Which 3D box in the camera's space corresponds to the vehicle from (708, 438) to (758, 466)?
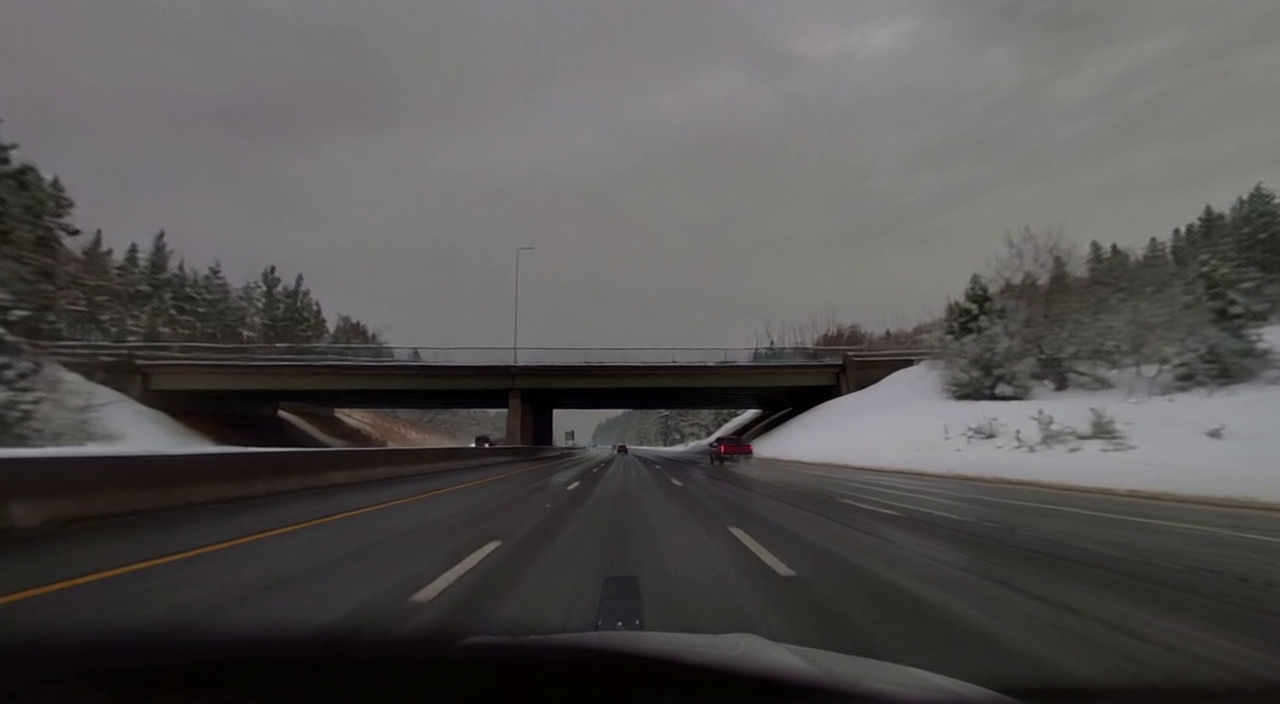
[{"bbox_3d":[6.507,7.072,44.830,2.395,1.819,6.086,0,-8,-2],"label":"vehicle"}]
